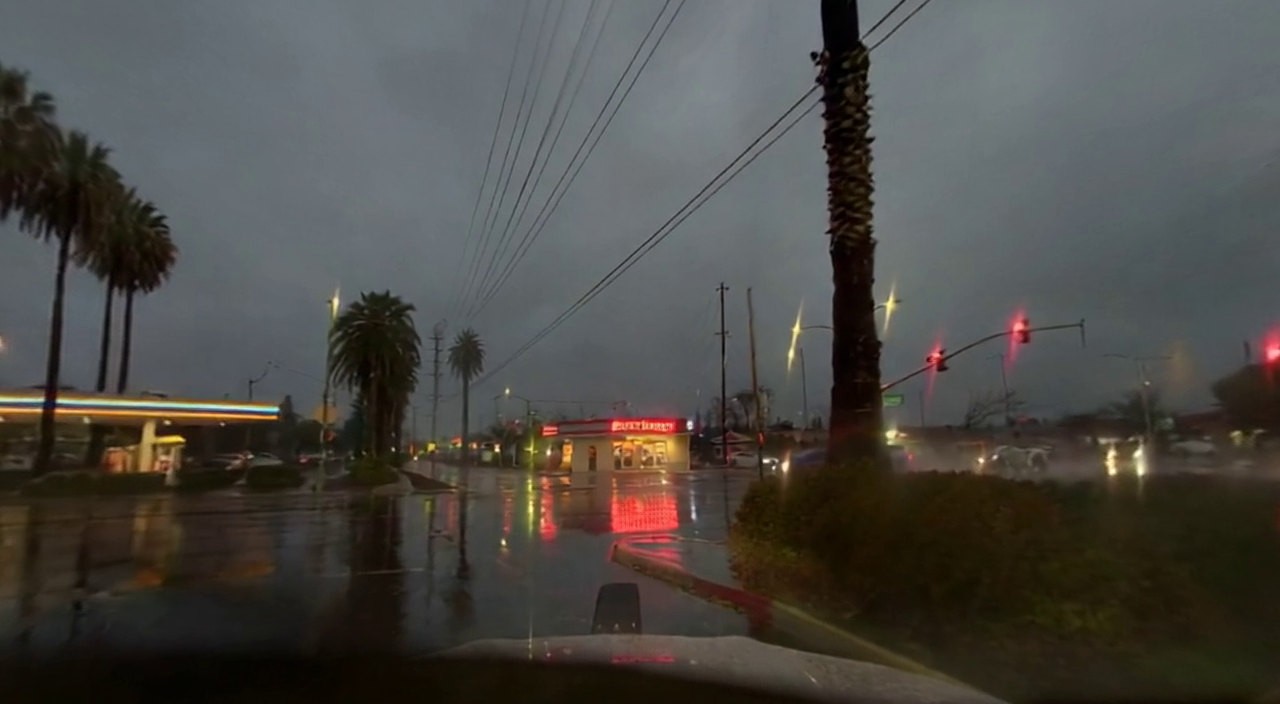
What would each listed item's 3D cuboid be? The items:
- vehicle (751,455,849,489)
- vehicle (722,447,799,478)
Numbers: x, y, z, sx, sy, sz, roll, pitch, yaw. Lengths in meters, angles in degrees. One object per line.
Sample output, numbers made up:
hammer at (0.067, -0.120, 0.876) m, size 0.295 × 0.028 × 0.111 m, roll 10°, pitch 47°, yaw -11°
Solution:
vehicle at (8.078, 6.062, 31.897) m, size 4.570 × 1.480 × 1.873 m, roll 6°, pitch -10°, yaw -20°
vehicle at (8.405, 7.641, 43.957) m, size 4.880 × 1.754 × 2.202 m, roll 2°, pitch -4°, yaw -25°
